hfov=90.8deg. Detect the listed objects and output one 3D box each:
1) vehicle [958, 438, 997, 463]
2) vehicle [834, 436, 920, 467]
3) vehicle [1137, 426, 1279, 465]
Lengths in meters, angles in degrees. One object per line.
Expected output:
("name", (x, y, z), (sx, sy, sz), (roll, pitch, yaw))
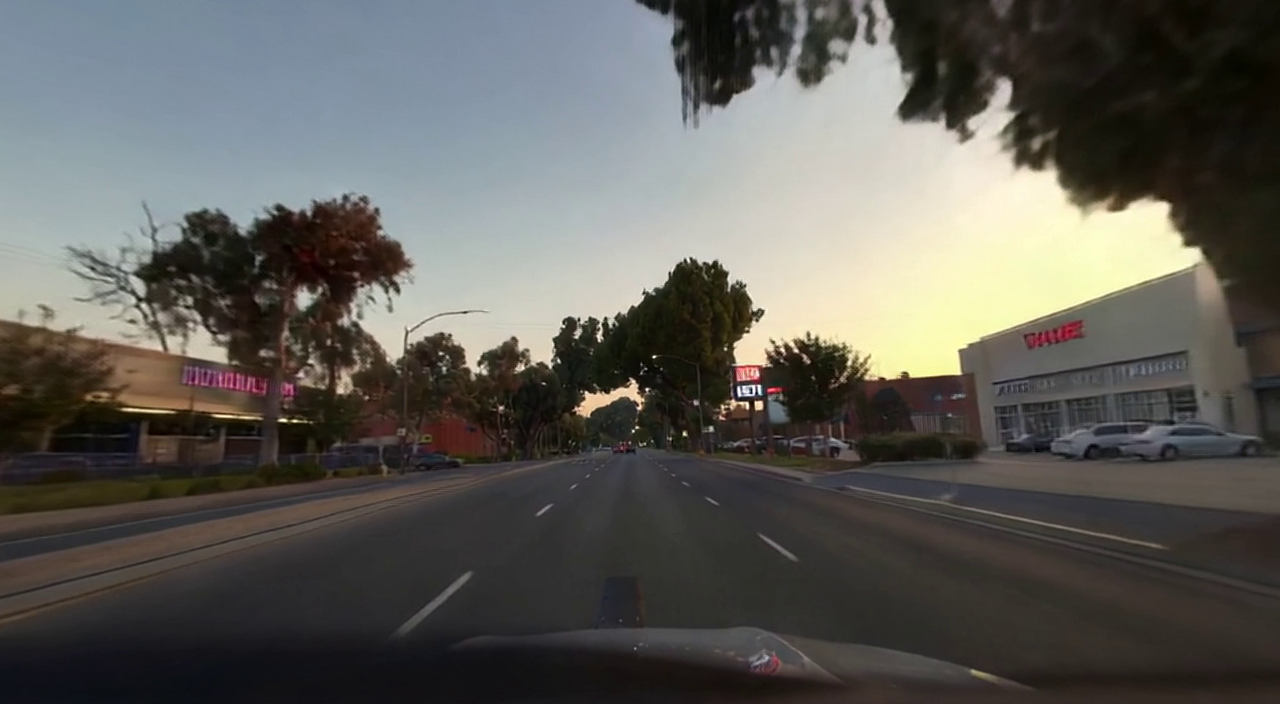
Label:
("vehicle", (20.741, 6.028, 38.820), (1.901, 1.461, 4.482), (-5, -9, 28))
("vehicle", (16.025, 6.758, 42.939), (4.914, 1.540, 2.200), (-5, -8, 0))
("vehicle", (23.288, 3.777, 25.645), (4.579, 1.482, 1.911), (0, -8, 0))
